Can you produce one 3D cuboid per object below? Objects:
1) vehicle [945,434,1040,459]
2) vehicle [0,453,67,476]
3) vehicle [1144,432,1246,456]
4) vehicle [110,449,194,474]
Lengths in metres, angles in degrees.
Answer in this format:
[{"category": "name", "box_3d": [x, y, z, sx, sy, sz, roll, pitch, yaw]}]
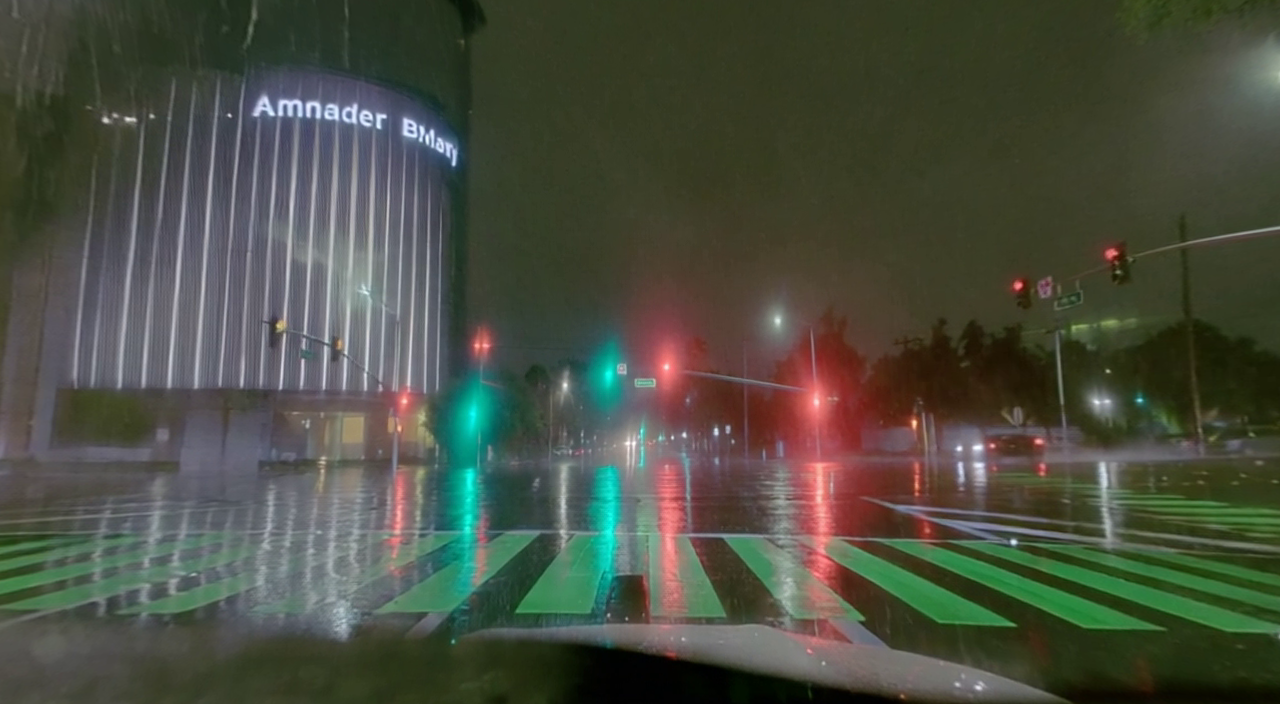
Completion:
[{"category": "vehicle", "box_3d": [21.293, 5.765, 38.262, 4.529, 1.457, 1.981, -1, -8, 4]}, {"category": "vehicle", "box_3d": [-41.640, 7.631, 42.768, 3.698, 1.467, 1.779, 0, -8, 1]}, {"category": "vehicle", "box_3d": [36.190, 6.016, 41.186, 4.767, 1.456, 1.858, -1, -8, 3]}, {"category": "vehicle", "box_3d": [-33.060, 7.402, 42.759, 4.136, 1.661, 1.857, 0, -8, 1]}]
